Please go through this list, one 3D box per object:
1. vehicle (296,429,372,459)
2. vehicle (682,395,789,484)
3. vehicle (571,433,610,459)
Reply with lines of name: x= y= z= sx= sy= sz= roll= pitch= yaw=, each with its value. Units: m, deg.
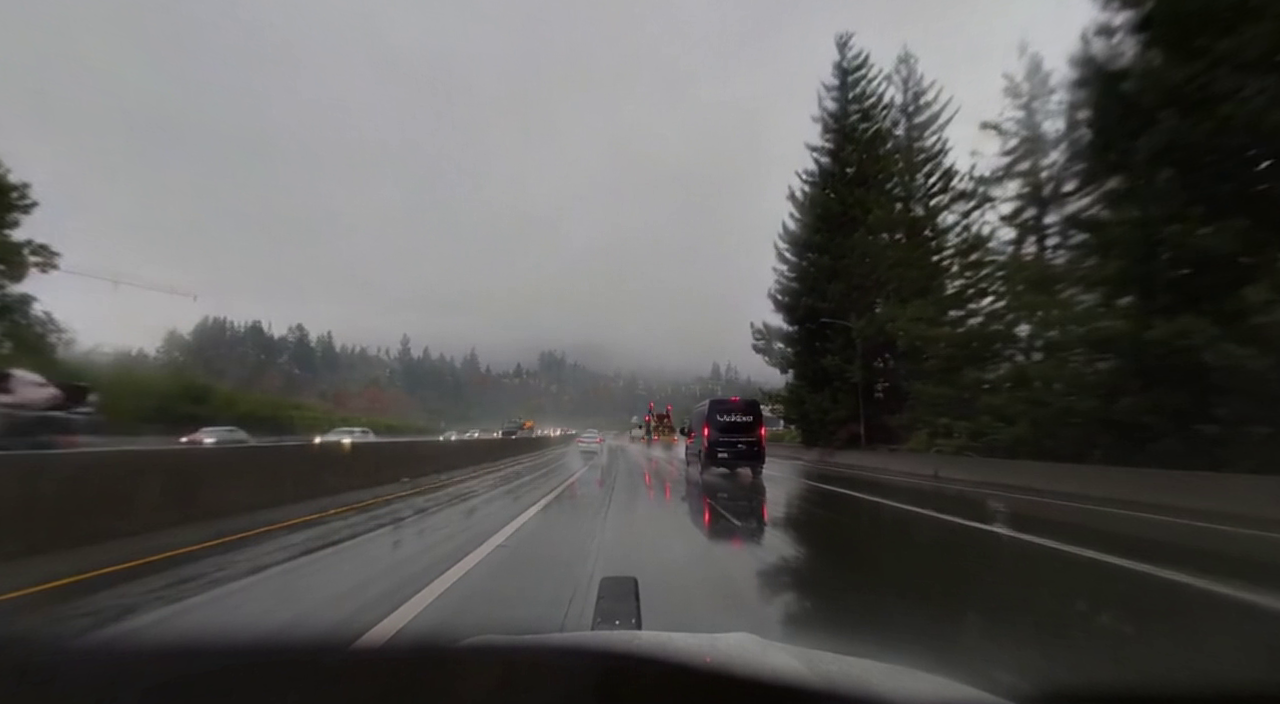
vehicle: x=-16.455 y=4.942 z=34.141 sx=1.893 sy=1.494 sz=4.905 roll=1 pitch=-8 yaw=-3
vehicle: x=2.932 y=2.906 z=21.011 sx=2.386 sy=2.509 sz=5.880 roll=0 pitch=-8 yaw=-2
vehicle: x=-3.002 y=5.822 z=39.160 sx=2.217 sy=1.502 sz=4.222 roll=0 pitch=-8 yaw=-1
